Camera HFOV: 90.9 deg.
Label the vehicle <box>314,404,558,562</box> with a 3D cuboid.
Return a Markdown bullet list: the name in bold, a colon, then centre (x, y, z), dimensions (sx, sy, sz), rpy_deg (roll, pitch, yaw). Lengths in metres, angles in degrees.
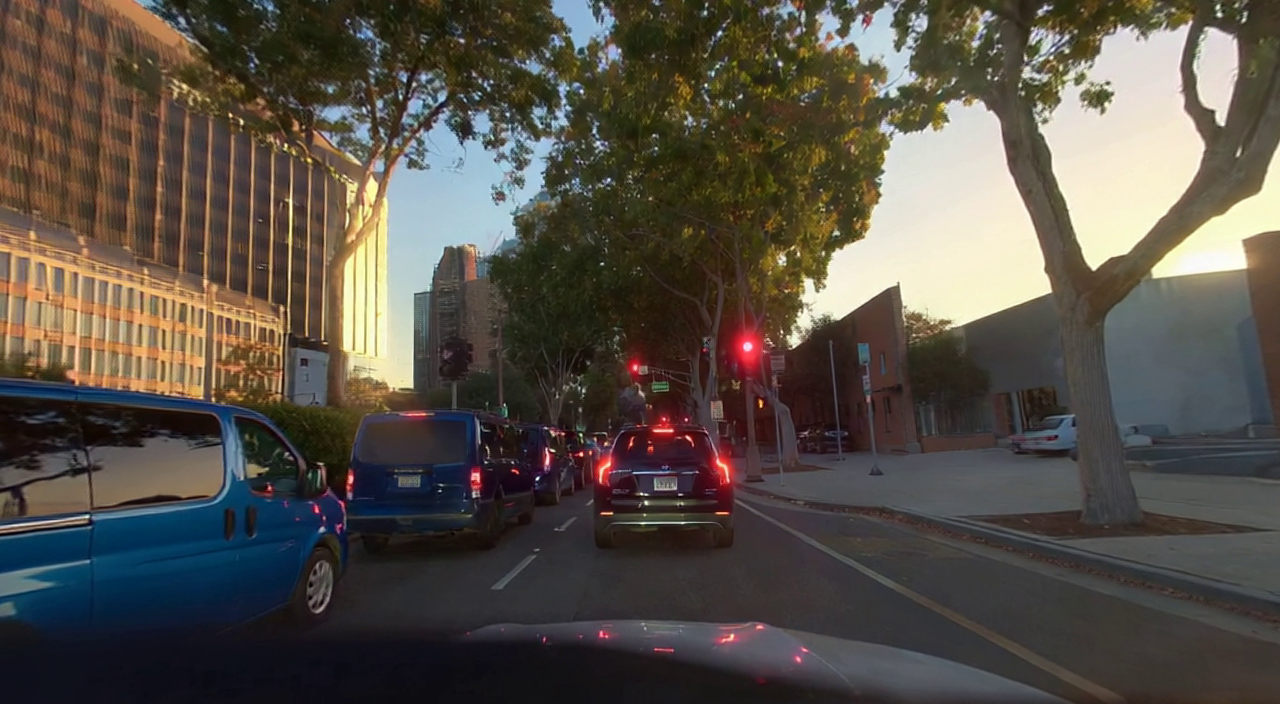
- **vehicle**: centre (-2.650, 1.842, 9.610), dimensions (2.124, 1.799, 4.587), rpy_deg (0, -8, 1)

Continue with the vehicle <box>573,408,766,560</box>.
- **vehicle**: centre (0.360, 1.810, 9.260), dimensions (2.205, 1.727, 3.917), rpy_deg (0, -8, 1)

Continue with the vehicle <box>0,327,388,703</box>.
- **vehicle**: centre (-3.172, 0.980, 3.485), dimensions (1.940, 1.722, 3.823), rpy_deg (0, -8, 0)
